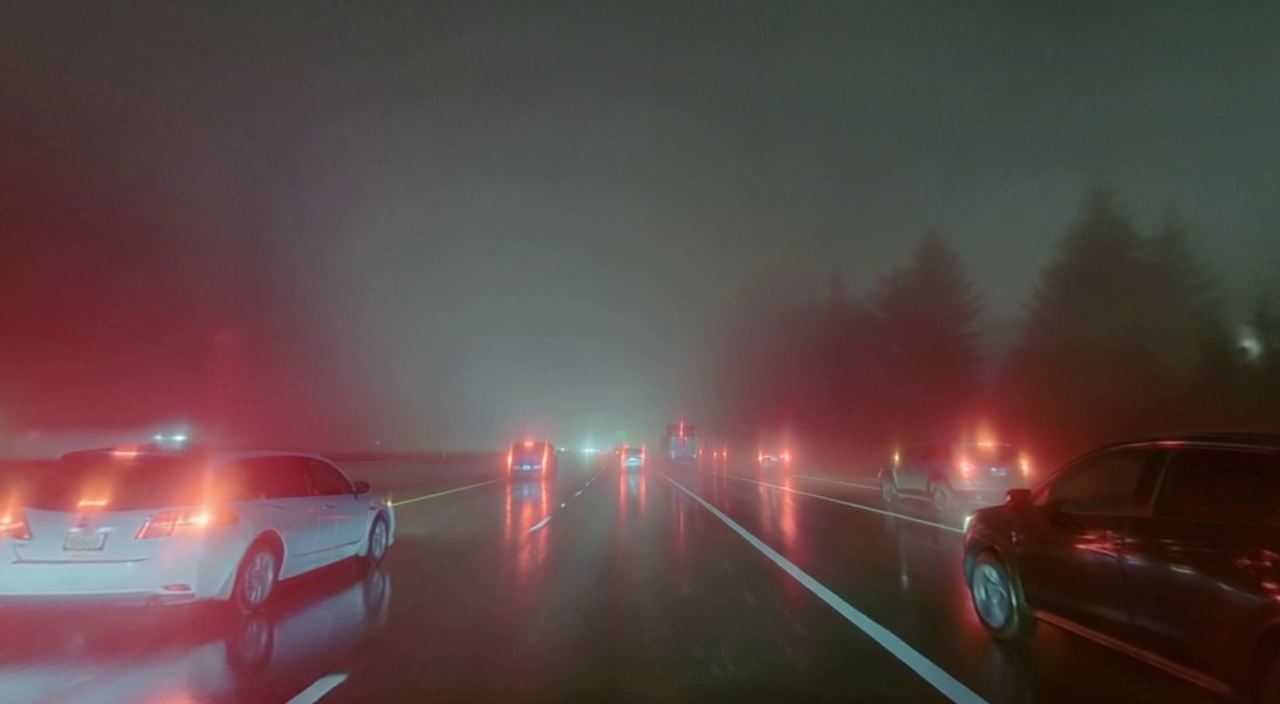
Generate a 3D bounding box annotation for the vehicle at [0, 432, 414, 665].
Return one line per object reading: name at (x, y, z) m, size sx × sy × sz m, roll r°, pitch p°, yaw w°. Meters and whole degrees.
vehicle at (-4.019, 1.551, 6.139) m, size 1.947 × 1.424 × 4.264 m, roll 0°, pitch -9°, yaw 2°

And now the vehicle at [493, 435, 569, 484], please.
vehicle at (-4.305, 4.334, 25.750) m, size 2.176 × 1.783 × 4.799 m, roll 0°, pitch -9°, yaw 1°

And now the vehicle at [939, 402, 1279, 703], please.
vehicle at (3.150, 0.957, 2.248) m, size 2.031 × 1.504 × 4.327 m, roll 0°, pitch -9°, yaw 0°

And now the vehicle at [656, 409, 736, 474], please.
vehicle at (3.055, 5.541, 38.623) m, size 3.426 × 3.279 × 12.313 m, roll 0°, pitch -9°, yaw -2°

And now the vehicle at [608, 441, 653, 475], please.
vehicle at (-0.510, 5.639, 33.843) m, size 2.235 × 1.682 × 4.094 m, roll 0°, pitch -9°, yaw -1°
